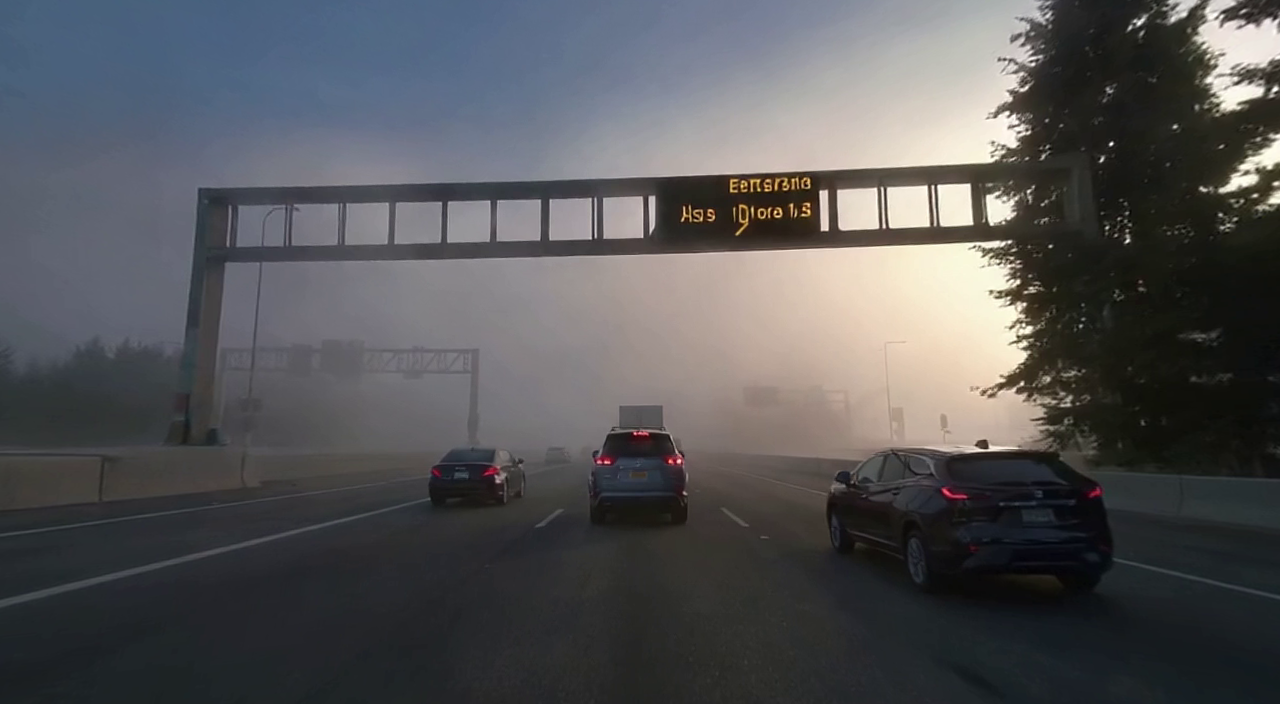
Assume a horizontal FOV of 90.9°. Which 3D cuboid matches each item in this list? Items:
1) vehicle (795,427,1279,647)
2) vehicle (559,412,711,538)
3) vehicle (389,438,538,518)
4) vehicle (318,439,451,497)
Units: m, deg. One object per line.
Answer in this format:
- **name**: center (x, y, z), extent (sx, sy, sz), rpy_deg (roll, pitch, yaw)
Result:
- **vehicle**: center (3.273, 1.596, 6.599), extent (2.018, 1.470, 4.491), rpy_deg (0, -9, -2)
- **vehicle**: center (-0.080, 2.052, 11.013), extent (2.152, 1.779, 3.924), rpy_deg (0, -9, 0)
- **vehicle**: center (-3.592, 2.642, 13.754), extent (2.005, 1.458, 4.143), rpy_deg (0, -9, 1)
- **vehicle**: center (-7.429, 3.410, 18.928), extent (2.026, 1.507, 4.536), rpy_deg (0, -9, 1)
